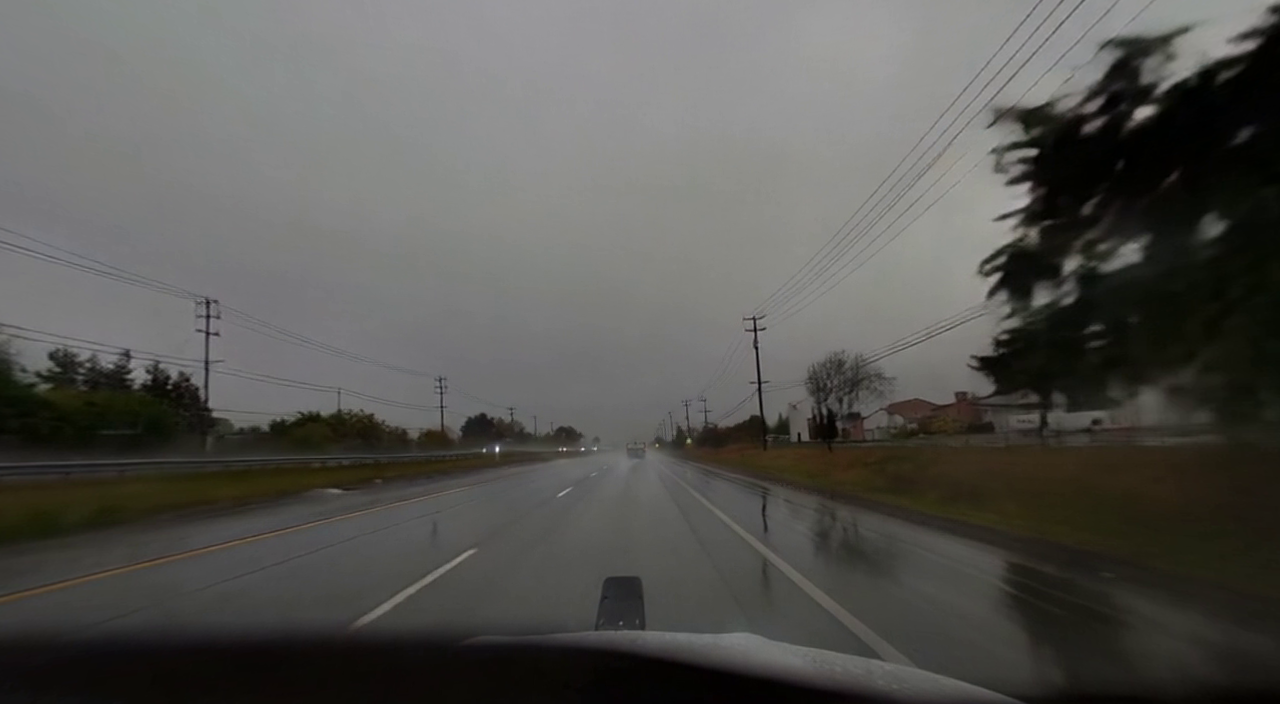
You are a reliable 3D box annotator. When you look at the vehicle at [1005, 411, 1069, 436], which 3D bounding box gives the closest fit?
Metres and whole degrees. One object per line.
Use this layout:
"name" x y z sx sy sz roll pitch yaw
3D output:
"vehicle" 28.202 5.129 44.915 1.887 1.623 4.203 0 -9 2
